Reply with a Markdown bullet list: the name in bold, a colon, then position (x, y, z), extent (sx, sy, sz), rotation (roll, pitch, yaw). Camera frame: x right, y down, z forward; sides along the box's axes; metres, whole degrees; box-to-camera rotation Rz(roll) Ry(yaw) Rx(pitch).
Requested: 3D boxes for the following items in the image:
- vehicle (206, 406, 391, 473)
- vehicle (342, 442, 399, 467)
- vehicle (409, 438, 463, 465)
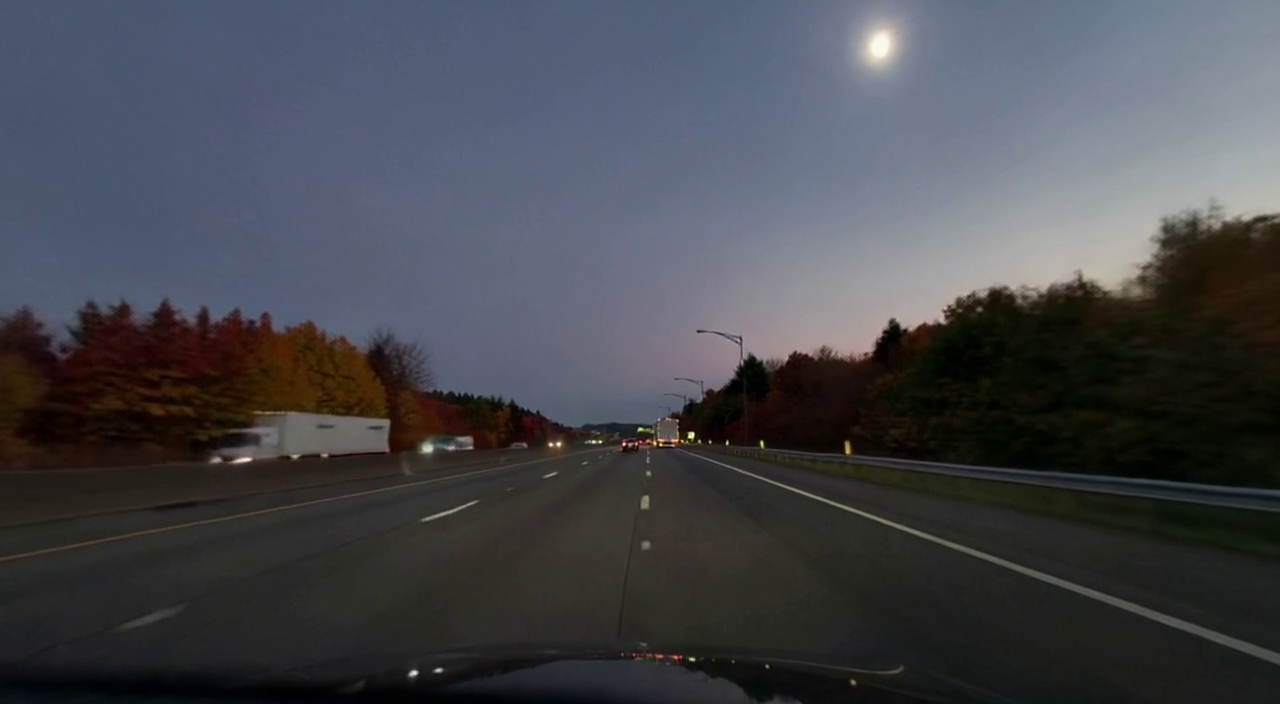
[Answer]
- **vehicle**: position (-22.630, 6.125, 43.929), extent (3.424, 3.766, 16.922), rotation (-1, -8, 1)
- **vehicle**: position (-18.627, 7.052, 43.572), extent (2.072, 1.602, 4.032), rotation (-1, -8, 1)
- **vehicle**: position (-14.166, 6.912, 43.904), extent (2.066, 1.794, 4.755), rotation (-1, -8, 2)
